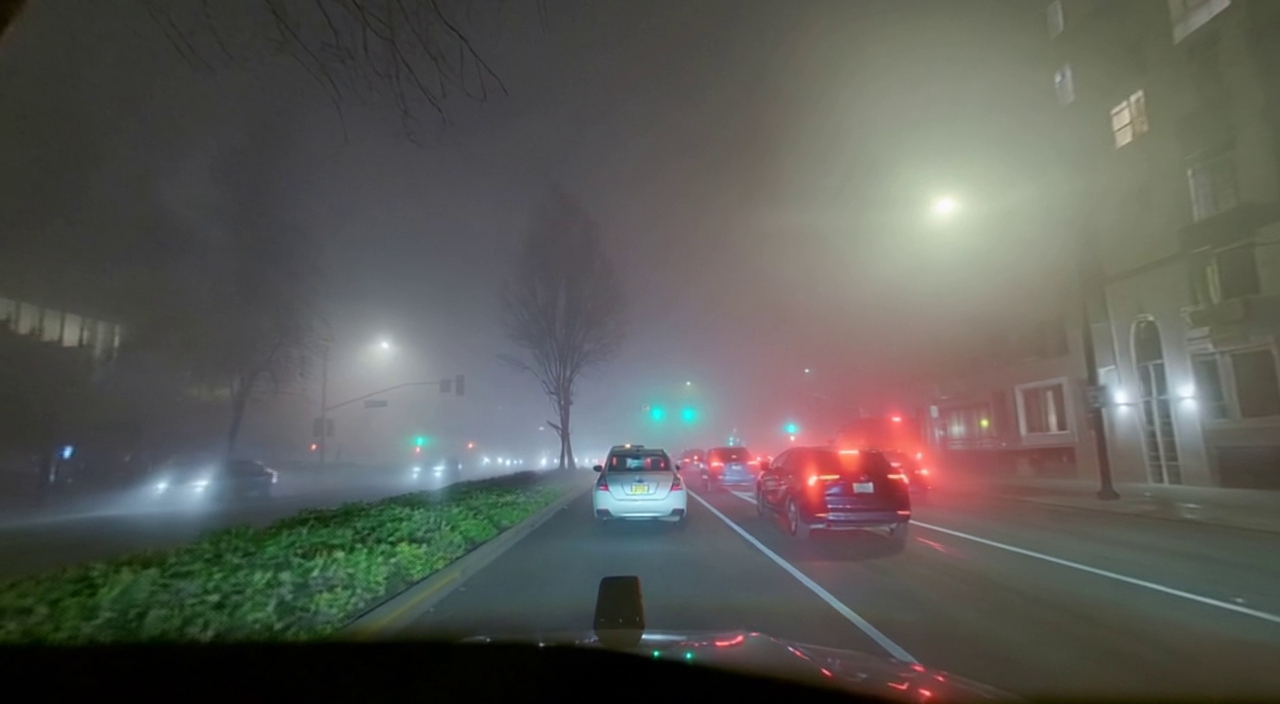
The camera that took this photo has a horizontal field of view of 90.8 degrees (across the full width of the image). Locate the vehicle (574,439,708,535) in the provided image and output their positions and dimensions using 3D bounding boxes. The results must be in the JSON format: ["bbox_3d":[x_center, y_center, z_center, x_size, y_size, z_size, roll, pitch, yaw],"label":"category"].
[{"bbox_3d":[-0.034,2.435,12.052,2.105,1.474,4.127,0,-8,-1],"label":"vehicle"}]

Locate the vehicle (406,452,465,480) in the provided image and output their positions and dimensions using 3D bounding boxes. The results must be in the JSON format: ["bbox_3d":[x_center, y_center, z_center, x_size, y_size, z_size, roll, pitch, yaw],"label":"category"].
[{"bbox_3d":[-12.454,6.966,38.779,2.020,1.533,4.620,0,-8,0],"label":"vehicle"}]

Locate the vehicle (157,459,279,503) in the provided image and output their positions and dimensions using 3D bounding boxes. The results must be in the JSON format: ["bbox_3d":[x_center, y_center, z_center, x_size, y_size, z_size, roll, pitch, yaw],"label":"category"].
[{"bbox_3d":[-16.429,5.008,24.914,1.864,1.489,4.346,0,-8,-1],"label":"vehicle"}]

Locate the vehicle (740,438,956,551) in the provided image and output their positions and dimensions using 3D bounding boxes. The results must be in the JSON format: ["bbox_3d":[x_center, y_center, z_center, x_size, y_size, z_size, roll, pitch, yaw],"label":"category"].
[{"bbox_3d":[3.134,2.232,10.712,1.995,1.483,4.533,0,-8,-2],"label":"vehicle"}]
